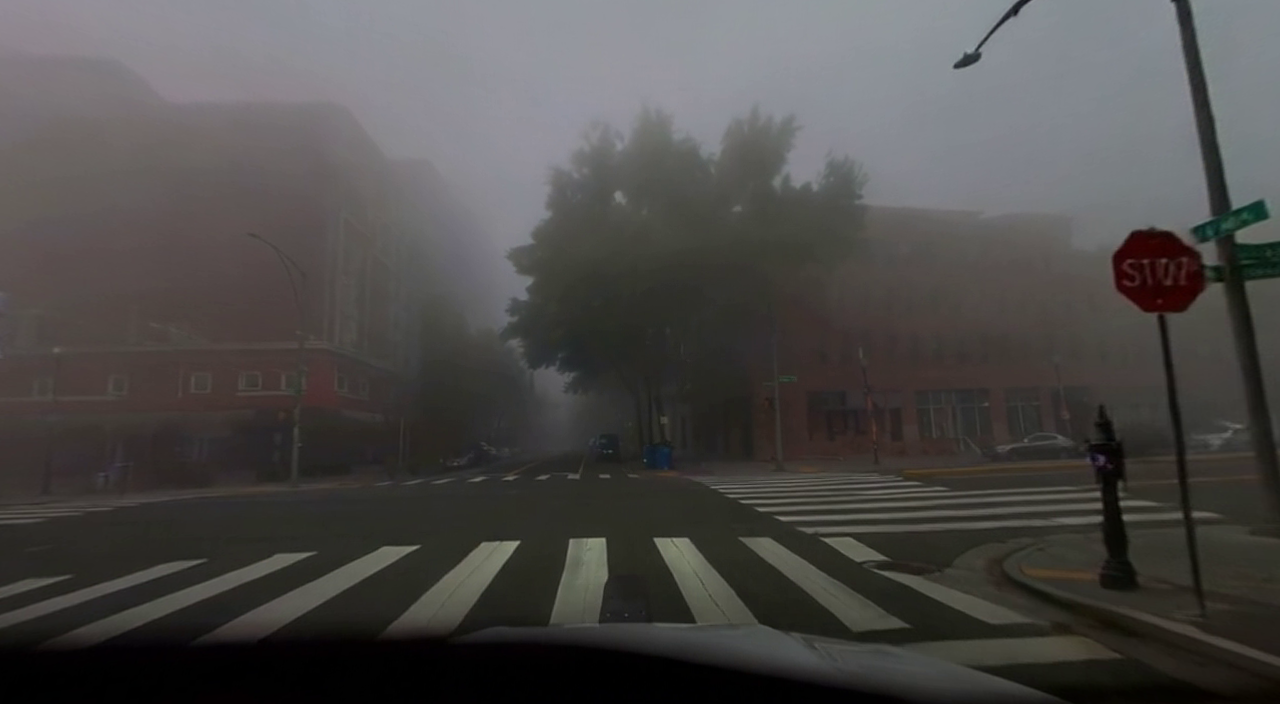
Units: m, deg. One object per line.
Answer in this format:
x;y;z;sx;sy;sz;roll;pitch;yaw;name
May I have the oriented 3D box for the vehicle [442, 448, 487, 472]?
-11.510;7.094;41.694;2.033;1.491;4.298;0;-9;-4;vehicle
